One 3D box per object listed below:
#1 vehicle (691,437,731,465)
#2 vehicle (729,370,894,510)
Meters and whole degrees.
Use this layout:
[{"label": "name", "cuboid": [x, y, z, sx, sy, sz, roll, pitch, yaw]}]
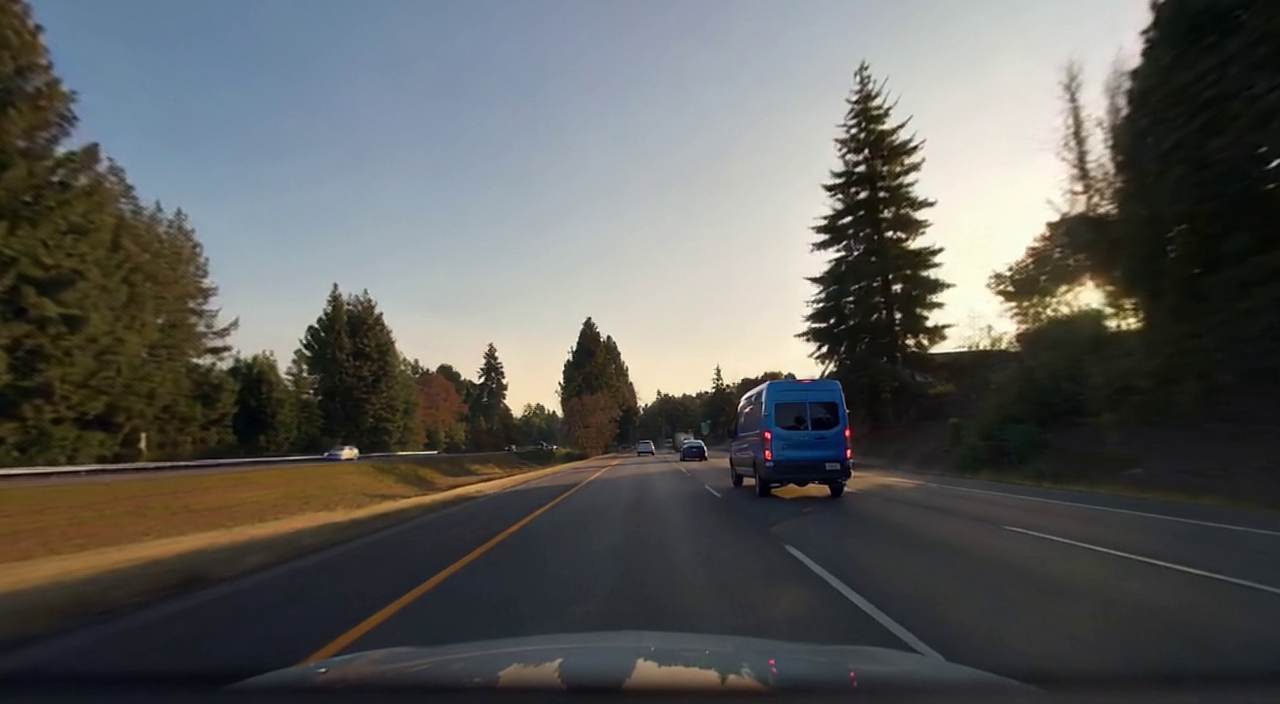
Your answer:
[{"label": "vehicle", "cuboid": [4.453, 6.265, 40.180, 2.034, 1.651, 4.342, 0, -8, 0]}, {"label": "vehicle", "cuboid": [3.690, 2.107, 15.085, 2.302, 2.670, 5.912, 0, -8, 1]}]
